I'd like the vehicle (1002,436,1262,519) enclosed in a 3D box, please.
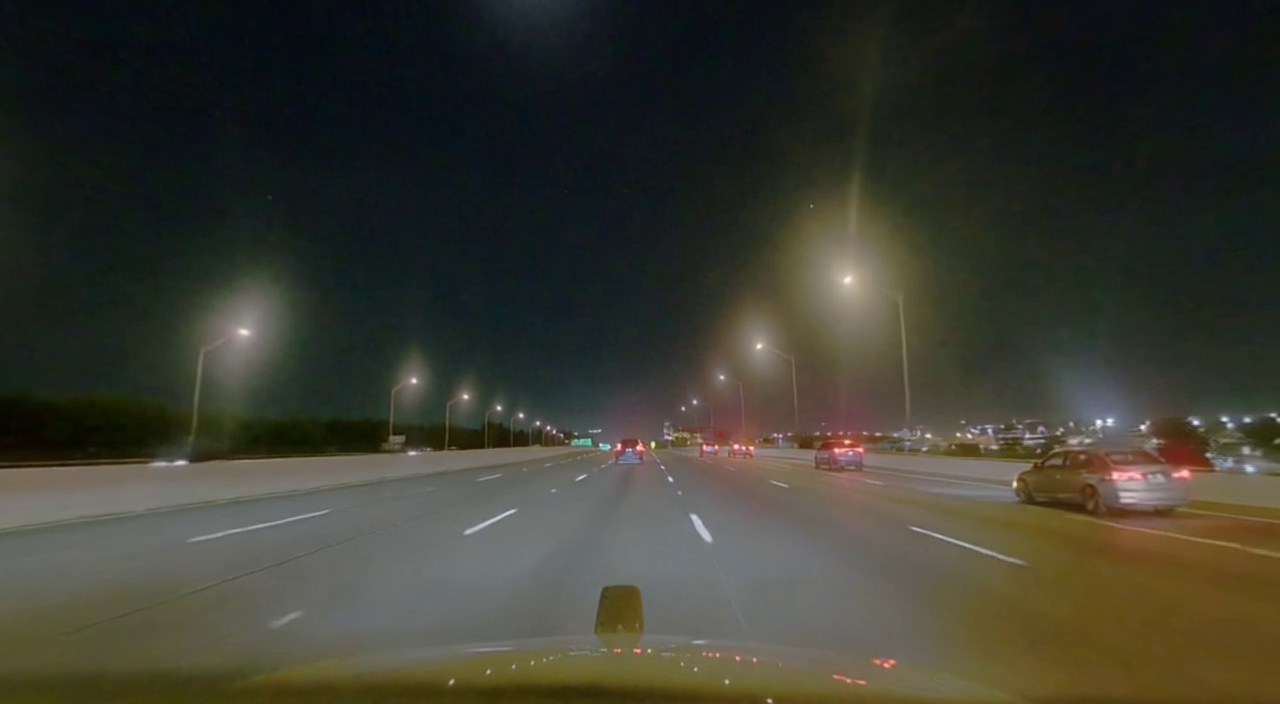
[{"bbox_3d":[9.960,2.546,13.392,1.900,1.432,4.519,0,-9,0],"label":"vehicle"}]

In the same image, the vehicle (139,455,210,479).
[{"bbox_3d":[-31.920,7.849,43.413,1.770,1.494,3.939,0,-9,1],"label":"vehicle"}]

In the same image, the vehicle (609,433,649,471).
[{"bbox_3d":[-0.494,5.157,32.702,1.893,1.827,4.513,0,-9,1],"label":"vehicle"}]
